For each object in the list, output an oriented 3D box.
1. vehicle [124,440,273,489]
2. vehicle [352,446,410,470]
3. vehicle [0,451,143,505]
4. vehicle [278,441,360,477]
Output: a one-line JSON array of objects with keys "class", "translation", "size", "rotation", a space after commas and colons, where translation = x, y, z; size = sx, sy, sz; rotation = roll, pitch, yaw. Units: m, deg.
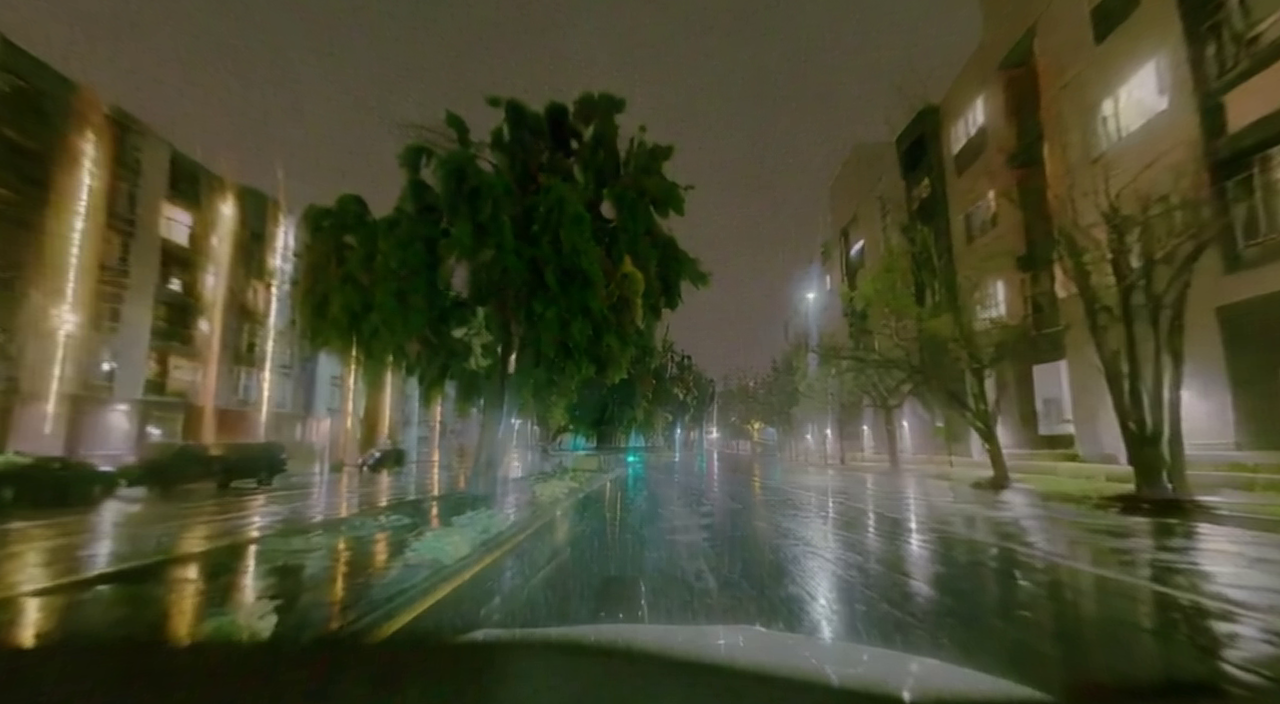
[{"class": "vehicle", "translation": [-18.393, 4.710, 26.776], "size": [2.295, 1.809, 5.236], "rotation": [-2, -9, 4]}, {"class": "vehicle", "translation": [-17.550, 7.224, 43.023], "size": [1.808, 1.531, 4.366], "rotation": [-1, -10, 4]}, {"class": "vehicle", "translation": [-18.778, 3.995, 20.319], "size": [1.880, 1.457, 4.487], "rotation": [-3, -8, 1]}, {"class": "vehicle", "translation": [-18.147, 6.055, 36.004], "size": [2.001, 1.836, 4.746], "rotation": [-1, -9, 2]}]
